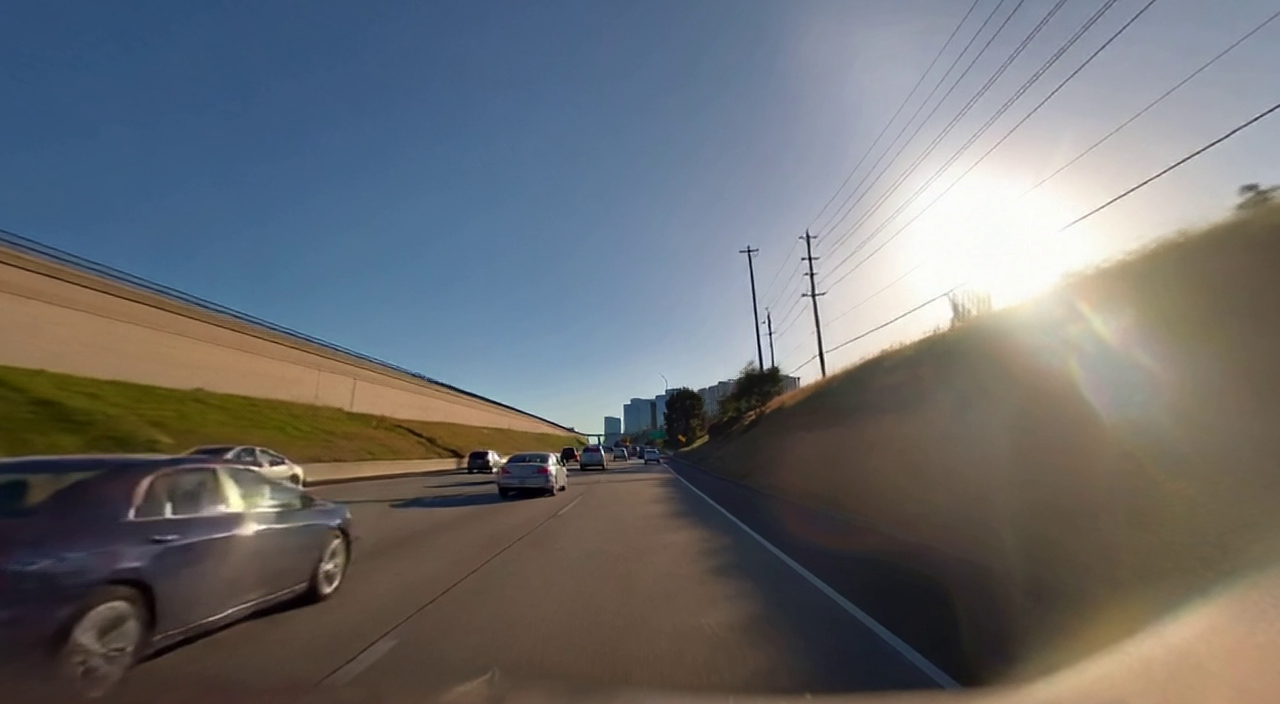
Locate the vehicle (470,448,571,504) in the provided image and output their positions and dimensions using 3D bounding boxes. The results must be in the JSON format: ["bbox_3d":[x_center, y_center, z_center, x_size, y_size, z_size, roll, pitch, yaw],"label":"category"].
[{"bbox_3d":[-3.391,3.598,18.809,2.056,1.449,4.330,0,-8,1],"label":"vehicle"}]

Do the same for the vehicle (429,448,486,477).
[{"bbox_3d":[-11.072,6.702,38.620,1.951,1.628,4.617,0,-8,2],"label":"vehicle"}]

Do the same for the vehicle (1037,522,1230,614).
[{"bbox_3d":[12.452,5.434,16.281,1.853,1.586,3.727,0,-8,-2],"label":"vehicle"}]

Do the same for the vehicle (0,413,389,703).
[{"bbox_3d":[-3.540,1.260,4.221,1.939,1.511,4.246,0,-8,0],"label":"vehicle"}]

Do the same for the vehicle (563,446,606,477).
[{"bbox_3d":[-3.286,6.541,38.107,2.052,1.731,4.372,0,-8,2],"label":"vehicle"}]
